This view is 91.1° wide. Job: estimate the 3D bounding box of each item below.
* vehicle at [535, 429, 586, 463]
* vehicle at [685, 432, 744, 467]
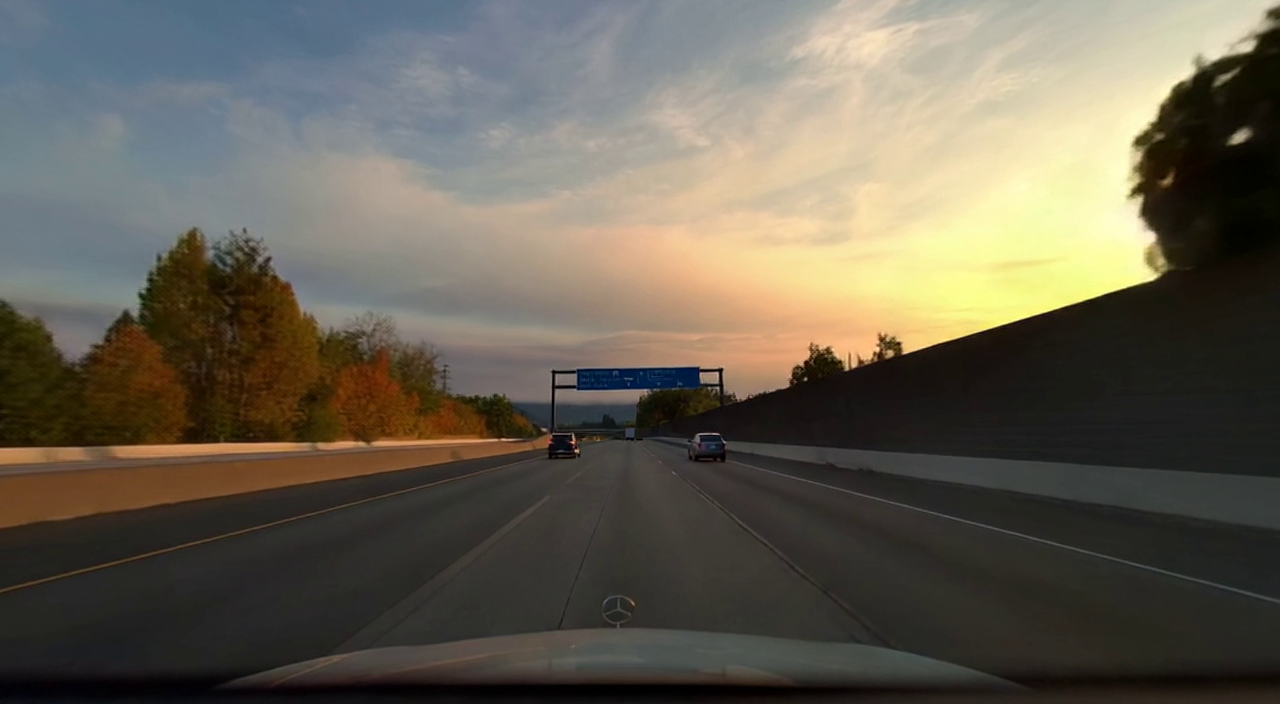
[{"bbox_3d":[-4.163,4.983,33.461,2.219,1.660,4.153,0,-8,-1],"label":"vehicle"},{"bbox_3d":[3.361,4.508,29.401,2.077,1.523,4.539,0,-8,-2],"label":"vehicle"}]
